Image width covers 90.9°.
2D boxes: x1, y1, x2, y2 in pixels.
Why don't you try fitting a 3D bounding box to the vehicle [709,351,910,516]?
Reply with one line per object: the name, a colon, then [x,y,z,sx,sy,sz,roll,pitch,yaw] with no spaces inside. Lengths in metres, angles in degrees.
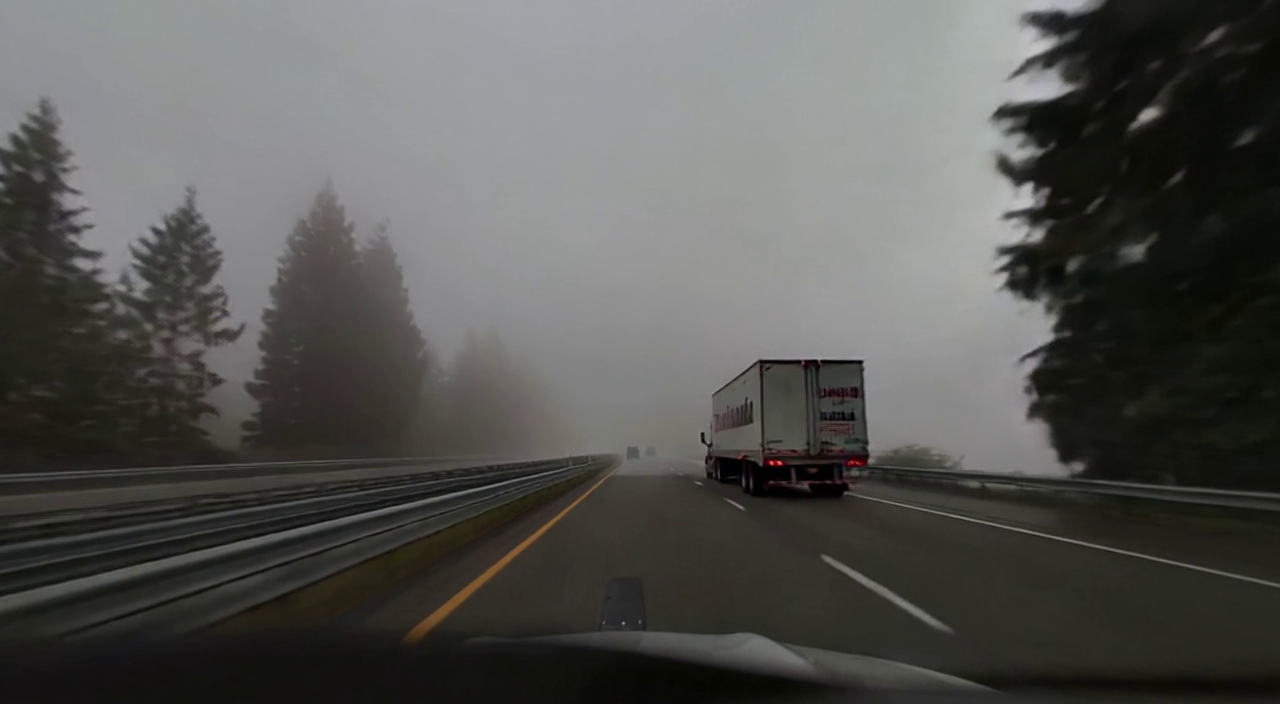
vehicle: [4.152,2.574,18.992,2.876,3.419,11.591,0,-9,0]
